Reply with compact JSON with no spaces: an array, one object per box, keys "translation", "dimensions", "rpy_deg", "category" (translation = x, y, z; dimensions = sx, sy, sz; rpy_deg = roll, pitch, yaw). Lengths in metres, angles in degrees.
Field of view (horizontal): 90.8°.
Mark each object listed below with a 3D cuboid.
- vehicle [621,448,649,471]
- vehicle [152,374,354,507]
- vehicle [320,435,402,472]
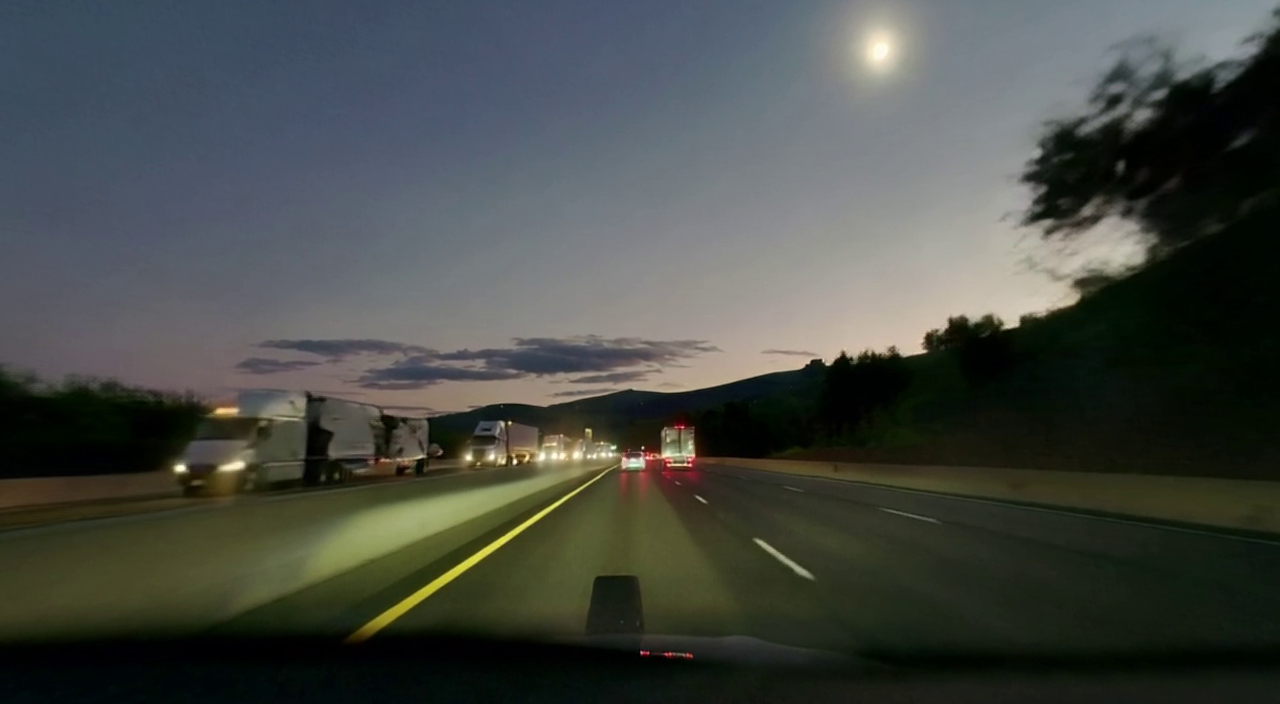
[{"translation":[-0.410,8.456,49.886],"dimensions":[2.137,1.689,4.051],"rpy_deg":[0,-9,-1],"category":"vehicle"},{"translation":[-12.752,3.048,21.627],"dimensions":[2.948,3.877,6.066],"rpy_deg":[0,-9,-1],"category":"vehicle"},{"translation":[-12.684,4.652,28.971],"dimensions":[2.082,1.570,3.684],"rpy_deg":[0,-9,0],"category":"vehicle"}]
